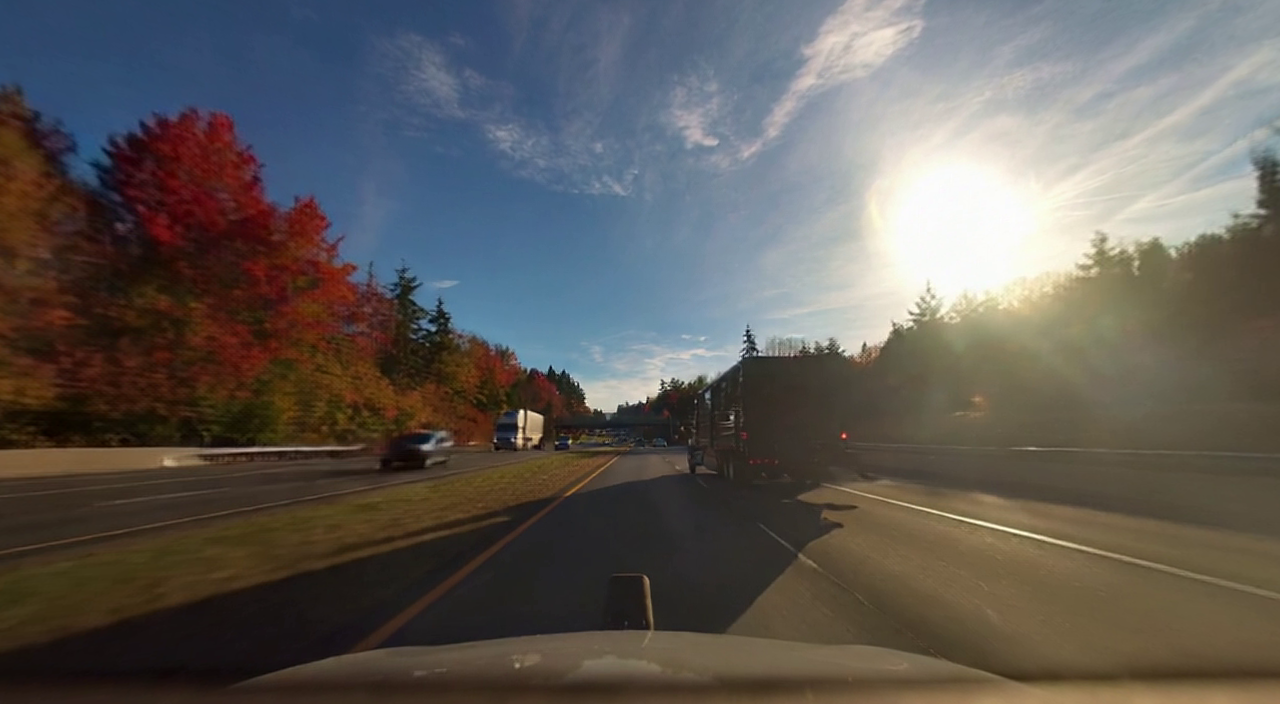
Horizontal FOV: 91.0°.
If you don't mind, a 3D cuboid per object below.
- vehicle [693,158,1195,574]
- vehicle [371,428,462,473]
[{"bbox_3d":[3.611,1.035,13.382,3.691,4.331,13.909,0,-8,0],"label":"vehicle"},{"bbox_3d":[-8.224,3.667,23.592,1.881,1.540,4.047,0,-8,1],"label":"vehicle"}]
